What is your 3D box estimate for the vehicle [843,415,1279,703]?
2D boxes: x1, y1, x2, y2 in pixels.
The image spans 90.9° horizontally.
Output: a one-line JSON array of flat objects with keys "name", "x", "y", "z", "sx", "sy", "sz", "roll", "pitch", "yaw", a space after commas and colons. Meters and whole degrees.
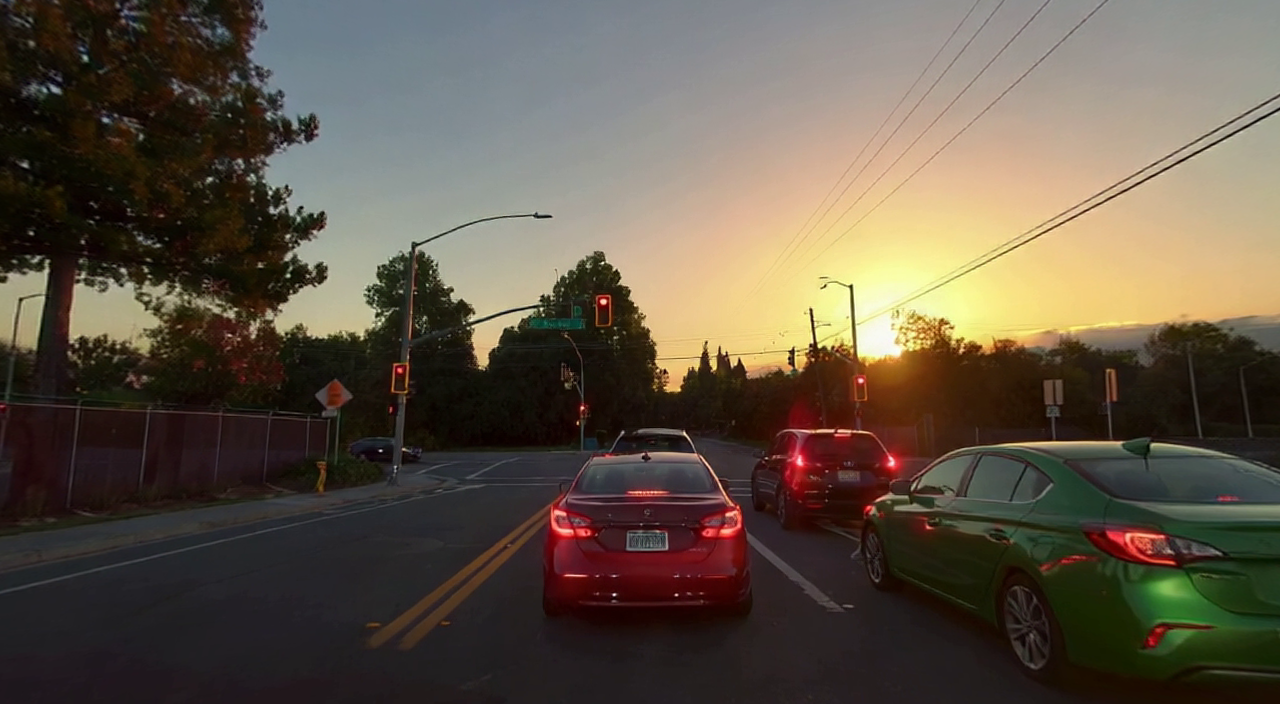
[{"name": "vehicle", "x": 3.090, "y": 1.238, "z": 4.152, "sx": 2.027, "sy": 1.432, "sz": 4.431, "roll": 0, "pitch": -8, "yaw": 0}]

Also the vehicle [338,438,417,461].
[{"name": "vehicle", "x": -17.242, "y": 6.413, "z": 41.468, "sx": 4.406, "sy": 1.458, "sz": 1.892, "roll": -1, "pitch": -8, "yaw": 7}]

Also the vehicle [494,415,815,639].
[{"name": "vehicle", "x": 0.067, "y": 1.504, "z": 6.519, "sx": 2.170, "sy": 1.497, "sz": 4.369, "roll": 0, "pitch": -8, "yaw": -1}]
